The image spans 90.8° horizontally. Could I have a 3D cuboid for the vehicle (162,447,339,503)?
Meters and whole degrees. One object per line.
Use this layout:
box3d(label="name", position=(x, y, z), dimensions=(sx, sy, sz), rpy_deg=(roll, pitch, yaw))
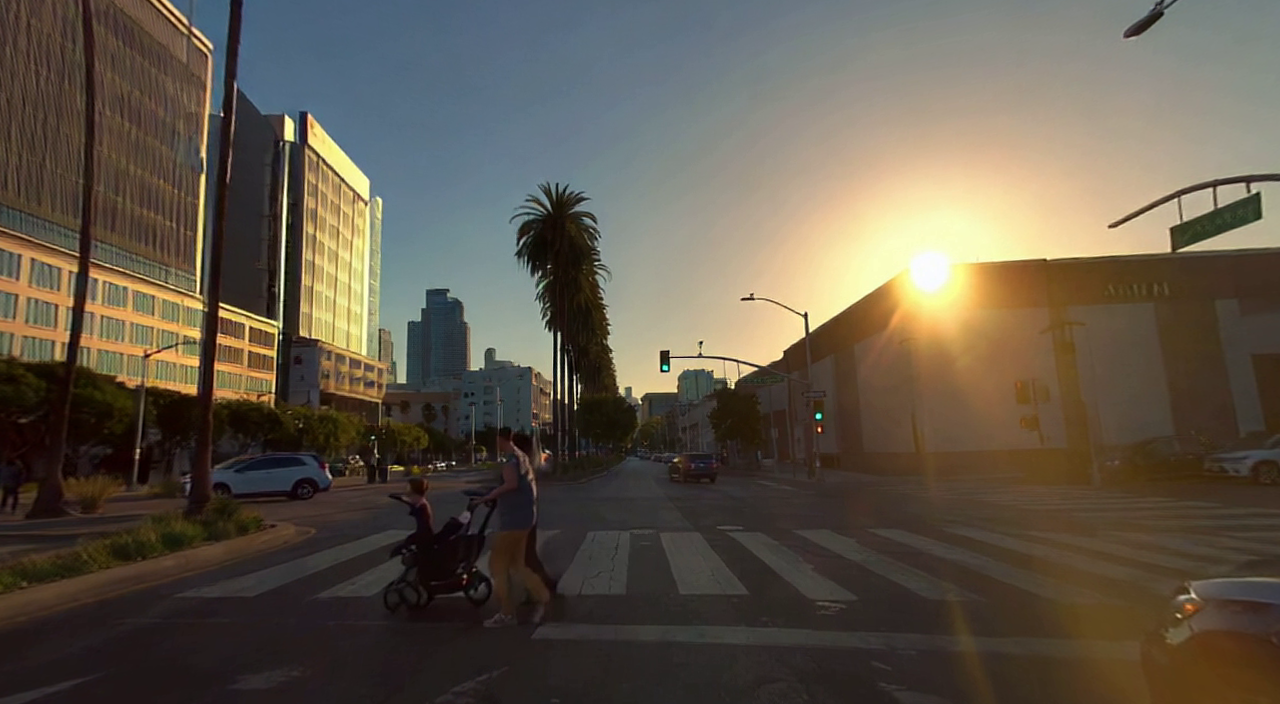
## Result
box3d(label="vehicle", position=(-12.275, 3.872, 20.306), dimensions=(4.499, 1.594, 1.898), rpy_deg=(3, -9, -23))

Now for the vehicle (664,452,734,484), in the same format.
box3d(label="vehicle", position=(2.999, 6.001, 33.047), dimensions=(2.000, 1.525, 4.273), rpy_deg=(3, -9, -19))

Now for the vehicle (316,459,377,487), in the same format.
box3d(label="vehicle", position=(-20.097, 8.262, 43.455), dimensions=(2.043, 1.745, 4.420), rpy_deg=(0, -8, 0))
